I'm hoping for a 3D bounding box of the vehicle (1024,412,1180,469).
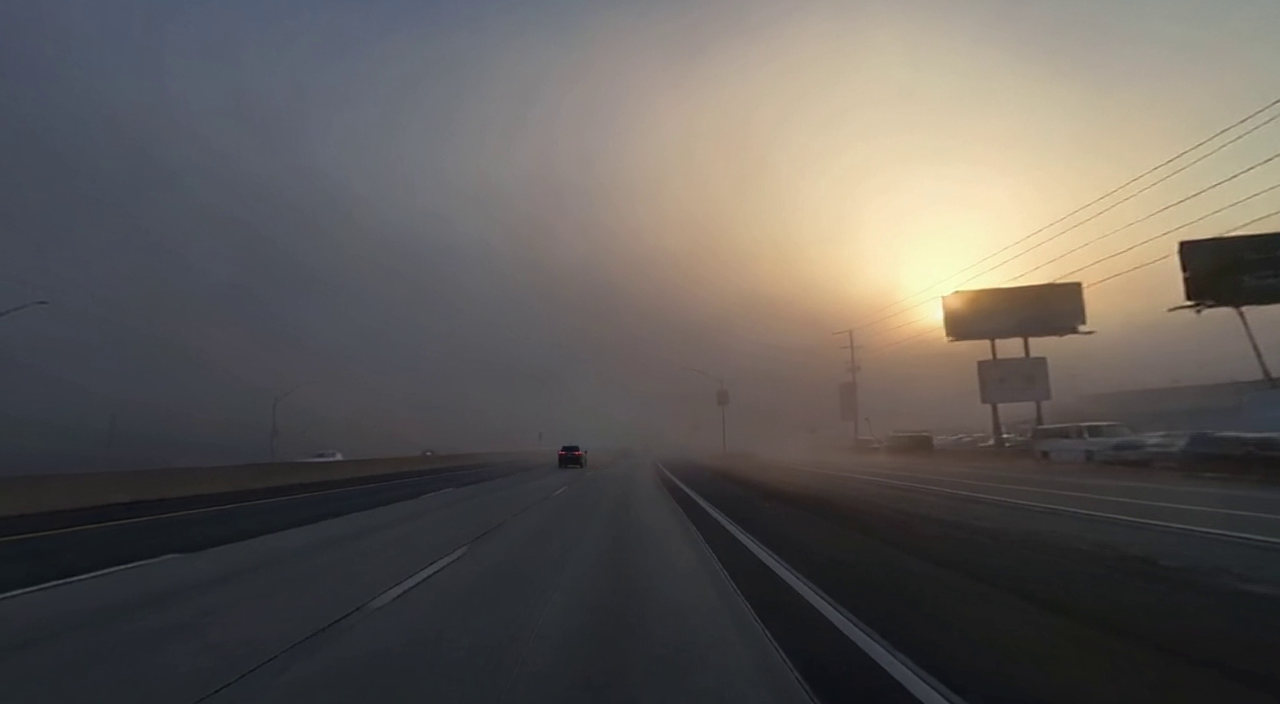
[{"bbox_3d":[18.749,3.686,26.103,2.165,2.077,5.451,0,-8,-1],"label":"vehicle"}]

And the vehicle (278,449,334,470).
[{"bbox_3d":[-25.188,8.116,47.835,1.796,1.482,4.512,0,-8,0],"label":"vehicle"}]

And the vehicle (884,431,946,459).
[{"bbox_3d":[19.018,6.471,43.944,2.037,1.794,4.897,0,-8,-1],"label":"vehicle"}]

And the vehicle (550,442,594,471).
[{"bbox_3d":[-3.796,5.894,35.912,1.940,1.479,4.545,0,-8,1],"label":"vehicle"}]

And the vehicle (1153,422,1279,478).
[{"bbox_3d":[18.954,3.065,19.828,1.758,1.580,4.583,0,-8,-1],"label":"vehicle"}]
